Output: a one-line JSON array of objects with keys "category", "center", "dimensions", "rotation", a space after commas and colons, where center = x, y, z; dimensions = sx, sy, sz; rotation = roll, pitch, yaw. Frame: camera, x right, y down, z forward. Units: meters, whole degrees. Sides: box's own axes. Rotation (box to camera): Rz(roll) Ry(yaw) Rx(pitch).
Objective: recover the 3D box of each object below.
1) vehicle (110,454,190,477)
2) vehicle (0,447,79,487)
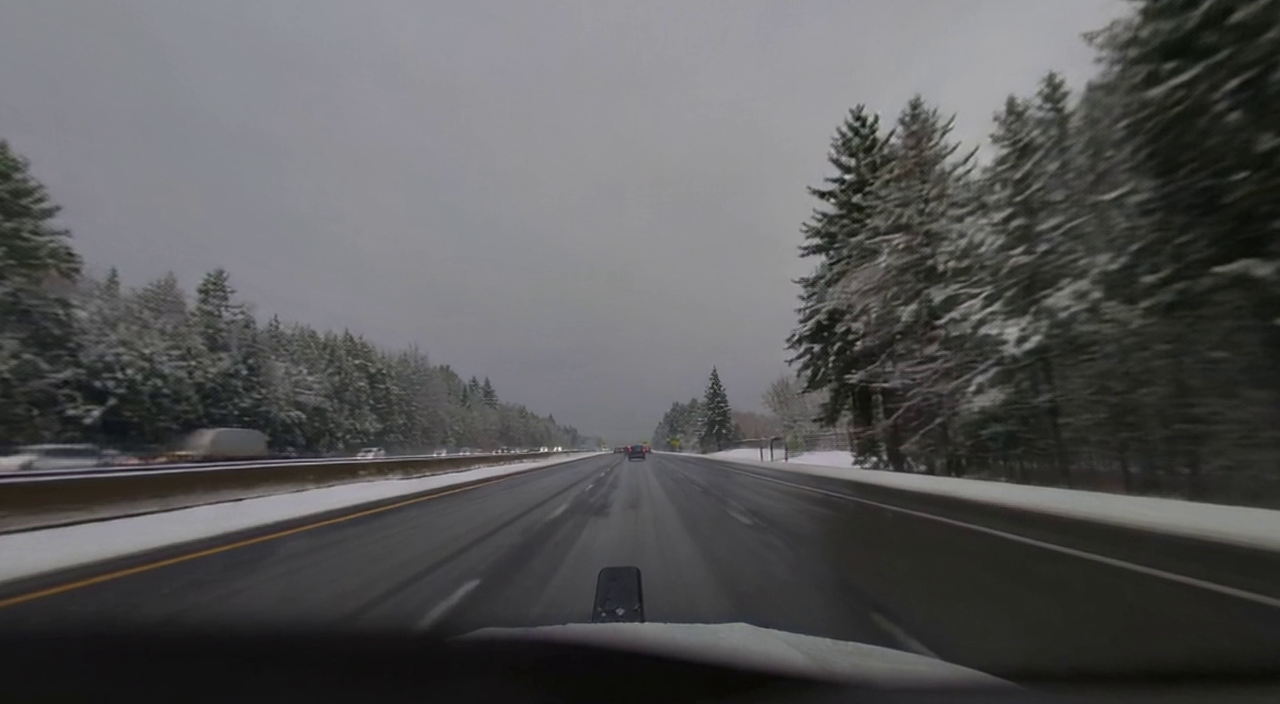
[{"category": "vehicle", "center": [-32.106, 7.423, 41.535], "dimensions": [1.733, 1.416, 4.414], "rotation": [0, -9, 0]}, {"category": "vehicle", "center": [-28.292, 5.102, 28.210], "dimensions": [1.943, 1.700, 4.869], "rotation": [0, -9, 0]}]
